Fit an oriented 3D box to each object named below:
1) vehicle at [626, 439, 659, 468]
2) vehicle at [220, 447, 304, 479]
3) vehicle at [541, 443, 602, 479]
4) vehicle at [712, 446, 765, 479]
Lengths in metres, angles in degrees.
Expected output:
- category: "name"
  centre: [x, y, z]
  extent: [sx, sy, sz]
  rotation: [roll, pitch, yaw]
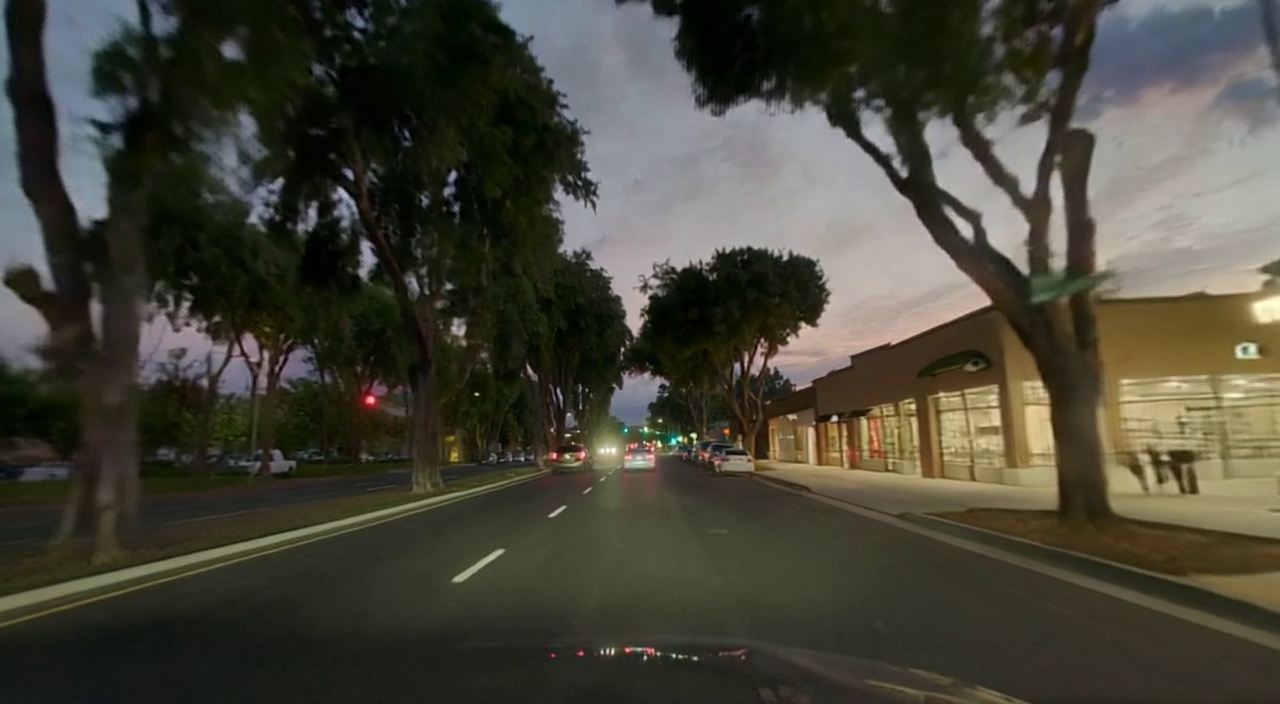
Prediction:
- category: "vehicle"
  centre: [0.192, 6.653, 41.303]
  extent: [2.075, 1.770, 4.018]
  rotation: [0, -9, 0]
- category: "vehicle"
  centre: [-26.924, 7.887, 45.206]
  extent: [2.231, 2.124, 5.680]
  rotation: [0, -9, 4]
- category: "vehicle"
  centre: [-3.054, 4.987, 29.092]
  extent: [2.151, 1.484, 4.468]
  rotation: [0, -9, 2]
- category: "vehicle"
  centre: [4.628, 5.257, 30.257]
  extent: [1.896, 1.451, 4.329]
  rotation: [0, -9, 0]
